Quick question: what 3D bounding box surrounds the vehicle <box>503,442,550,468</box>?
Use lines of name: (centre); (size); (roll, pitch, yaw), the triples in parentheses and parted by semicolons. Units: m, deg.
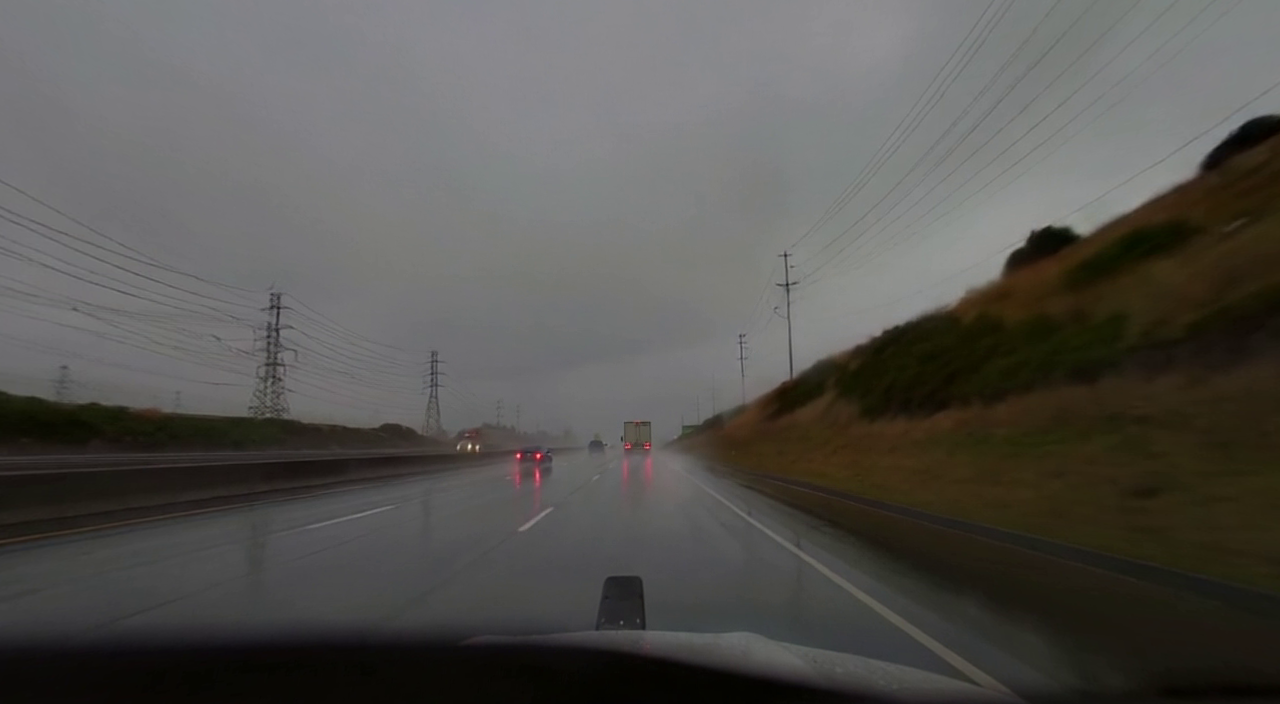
vehicle: (-7.191, 6.595, 40.403); (2.066, 1.558, 4.607); (0, -9, 1)
